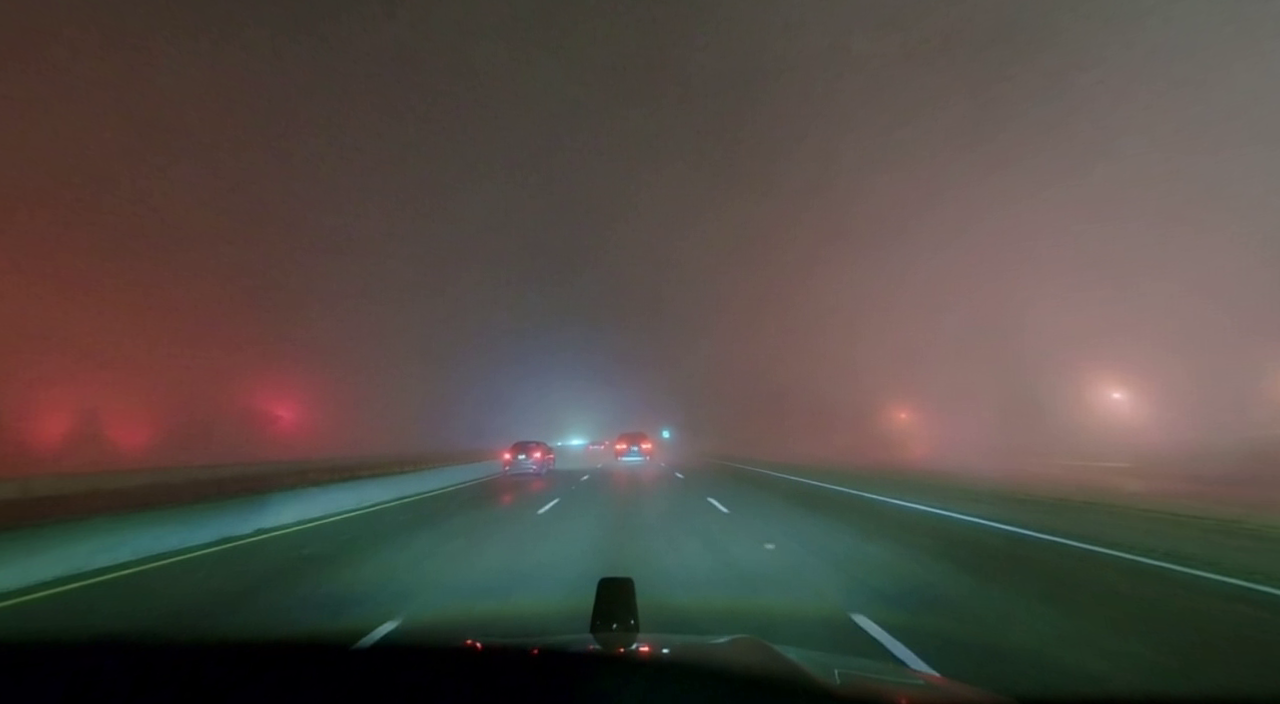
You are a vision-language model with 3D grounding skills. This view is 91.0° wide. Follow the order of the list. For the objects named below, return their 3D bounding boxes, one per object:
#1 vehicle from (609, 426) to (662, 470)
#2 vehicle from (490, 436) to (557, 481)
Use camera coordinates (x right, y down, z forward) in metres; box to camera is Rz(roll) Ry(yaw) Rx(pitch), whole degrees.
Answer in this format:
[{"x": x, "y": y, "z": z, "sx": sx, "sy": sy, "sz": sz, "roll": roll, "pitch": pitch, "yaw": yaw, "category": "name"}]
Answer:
[{"x": -0.268, "y": 4.684, "z": 30.820, "sx": 2.382, "sy": 1.973, "sz": 4.439, "roll": -1, "pitch": -8, "yaw": -2, "category": "vehicle"}, {"x": -4.428, "y": 4.089, "z": 24.424, "sx": 1.945, "sy": 1.550, "sz": 3.780, "roll": -1, "pitch": -8, "yaw": -1, "category": "vehicle"}]
